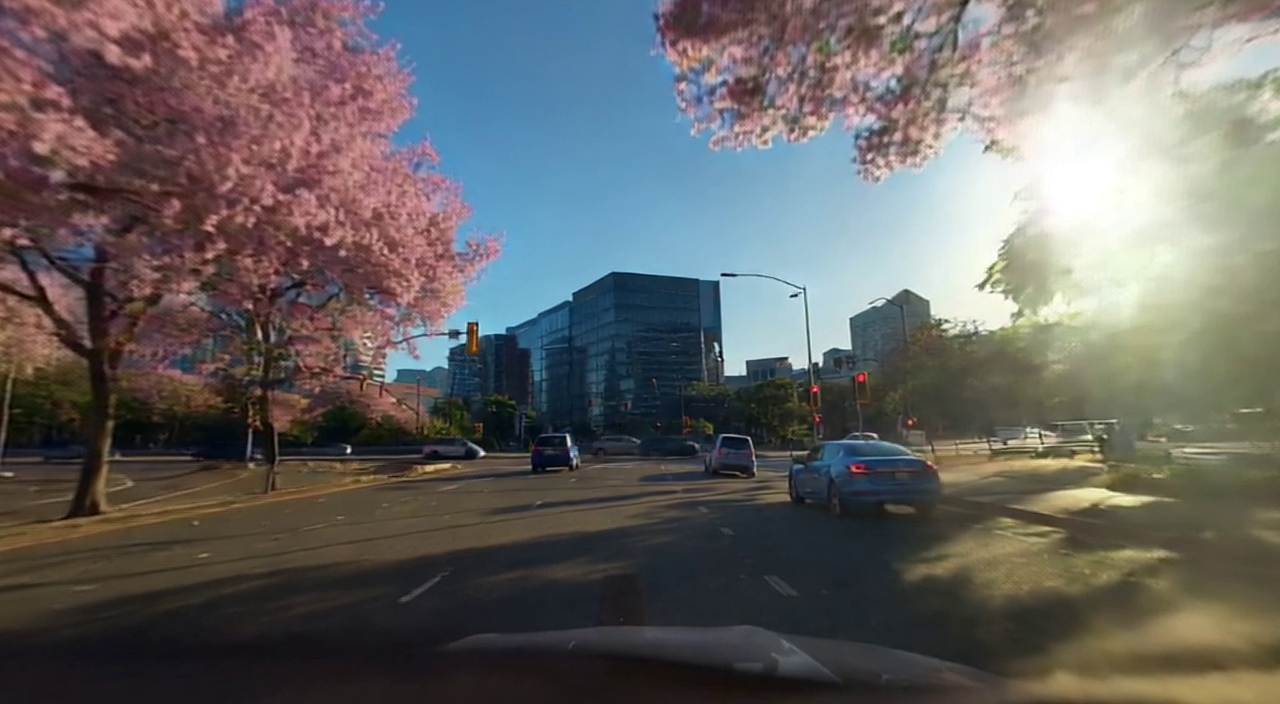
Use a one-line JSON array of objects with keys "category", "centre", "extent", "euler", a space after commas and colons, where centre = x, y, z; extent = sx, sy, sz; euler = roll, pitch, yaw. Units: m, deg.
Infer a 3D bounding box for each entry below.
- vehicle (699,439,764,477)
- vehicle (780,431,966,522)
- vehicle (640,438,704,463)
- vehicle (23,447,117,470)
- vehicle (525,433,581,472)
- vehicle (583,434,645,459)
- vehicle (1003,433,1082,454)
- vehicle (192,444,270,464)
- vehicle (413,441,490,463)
[{"category": "vehicle", "centre": [3.820, 4.514, 27.149], "extent": [2.007, 1.466, 4.291], "euler": [0, -8, -2]}, {"category": "vehicle", "centre": [4.406, 2.417, 12.832], "extent": [2.019, 1.518, 4.285], "euler": [0, -8, -2]}, {"category": "vehicle", "centre": [2.083, 6.552, 42.212], "extent": [4.089, 1.588, 1.808], "euler": [0, -8, -2]}, {"category": "vehicle", "centre": [-39.425, 7.360, 43.772], "extent": [4.526, 1.452, 1.920], "euler": [0, -8, -2]}, {"category": "vehicle", "centre": [-3.963, 4.683, 29.601], "extent": [1.995, 1.703, 4.367], "euler": [0, -8, 0]}, {"category": "vehicle", "centre": [-1.943, 7.169, 47.998], "extent": [4.567, 1.810, 1.880], "euler": [0, -8, -1]}, {"category": "vehicle", "centre": [31.178, 7.113, 49.025], "extent": [4.845, 1.540, 1.937], "euler": [0, -8, -1]}, {"category": "vehicle", "centre": [-30.596, 7.665, 47.352], "extent": [4.549, 1.439, 1.794], "euler": [0, -8, -1]}, {"category": "vehicle", "centre": [-13.205, 7.013, 44.444], "extent": [4.829, 1.470, 1.874], "euler": [0, -8, -1]}]
